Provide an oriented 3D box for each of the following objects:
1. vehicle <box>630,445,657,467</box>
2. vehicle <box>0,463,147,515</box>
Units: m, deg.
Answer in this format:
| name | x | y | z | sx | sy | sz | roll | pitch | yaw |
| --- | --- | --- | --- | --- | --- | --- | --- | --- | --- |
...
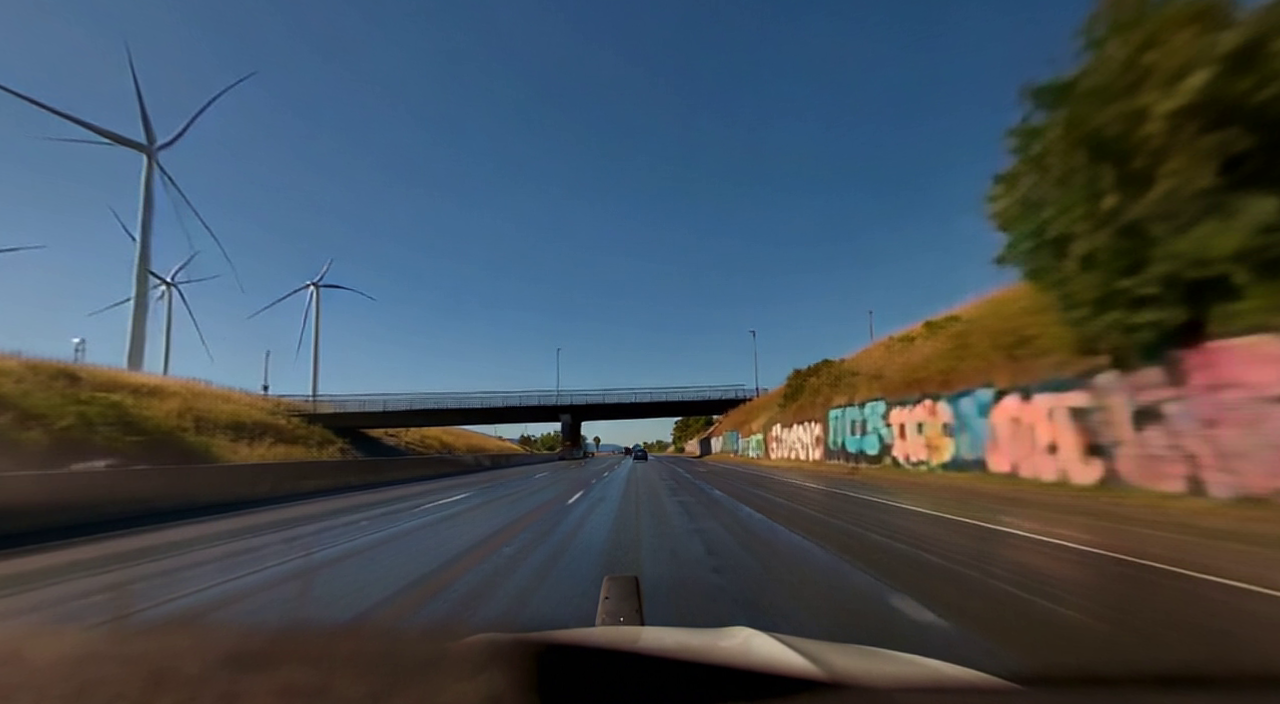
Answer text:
| name | x | y | z | sx | sy | sz | roll | pitch | yaw |
| --- | --- | --- | --- | --- | --- | --- | --- | --- | --- |
| vehicle | 0.247 | 7.682 | 46.608 | 1.870 | 1.481 | 4.234 | 0 | -9 | 0 |
| vehicle | -19.047 | 4.450 | 20.956 | 1.783 | 1.432 | 4.354 | 0 | -9 | 0 |
